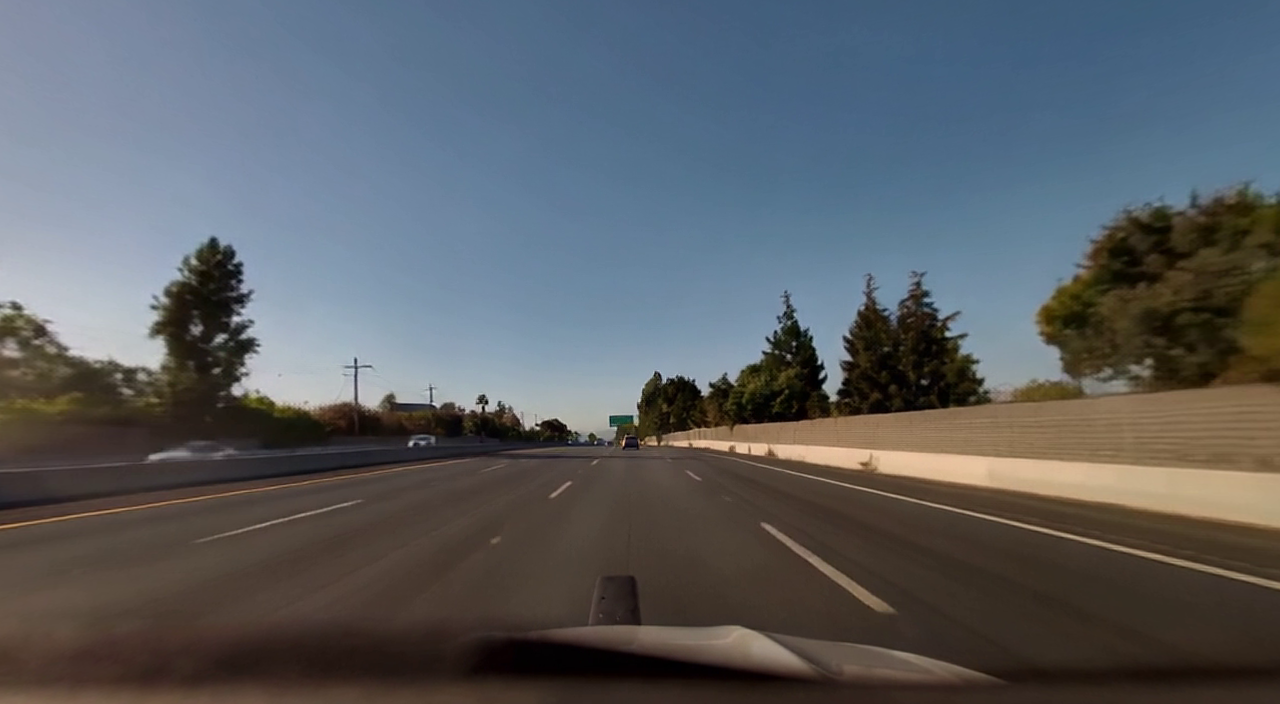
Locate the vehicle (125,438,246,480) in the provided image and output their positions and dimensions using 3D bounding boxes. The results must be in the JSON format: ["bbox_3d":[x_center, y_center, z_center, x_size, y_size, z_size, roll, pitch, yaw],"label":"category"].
[{"bbox_3d":[-17.105,4.002,23.968,1.832,1.438,3.798,0,-8,-2],"label":"vehicle"}]
